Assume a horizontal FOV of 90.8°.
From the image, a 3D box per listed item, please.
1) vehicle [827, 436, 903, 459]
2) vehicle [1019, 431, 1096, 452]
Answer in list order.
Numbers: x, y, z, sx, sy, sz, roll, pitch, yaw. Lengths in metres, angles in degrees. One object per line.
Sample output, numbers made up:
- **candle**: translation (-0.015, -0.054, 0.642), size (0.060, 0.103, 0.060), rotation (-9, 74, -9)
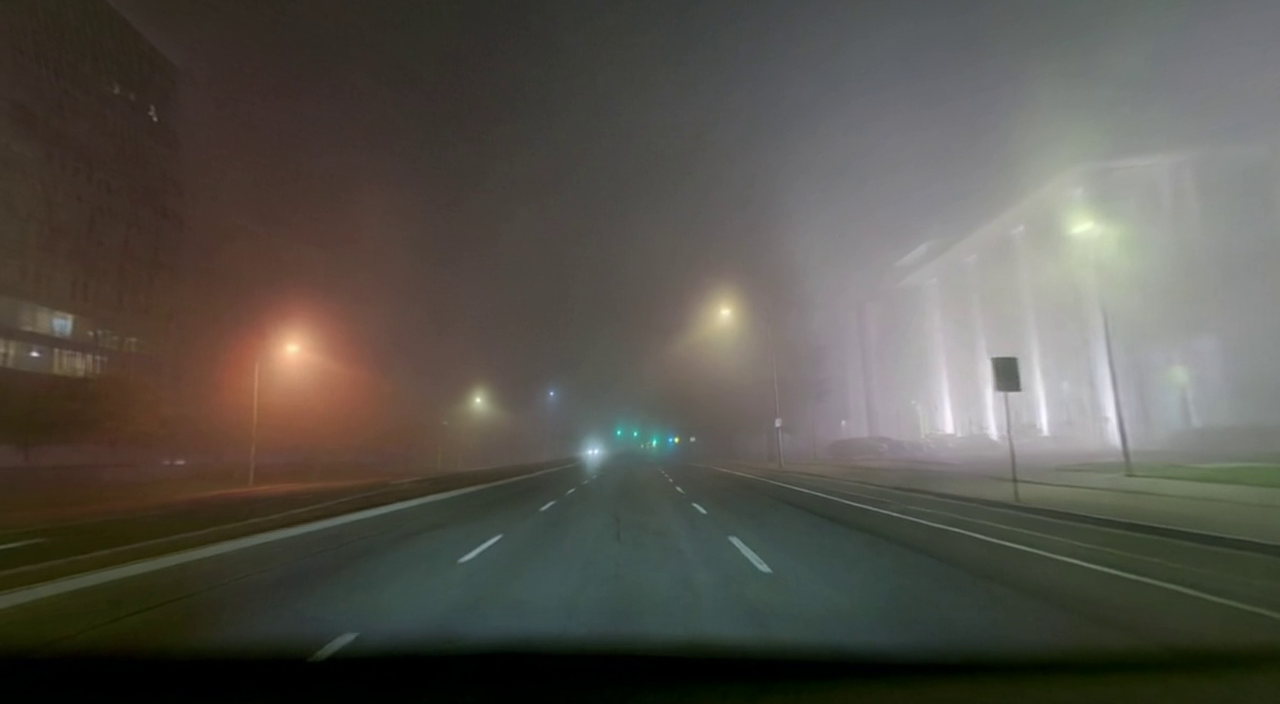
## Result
- **vehicle**: translation (17.243, 7.356, 48.566), size (4.938, 1.729, 2.098), rotation (0, -9, -4)
- **vehicle**: translation (30.167, 6.466, 45.749), size (4.324, 1.472, 1.711), rotation (0, -8, -1)
